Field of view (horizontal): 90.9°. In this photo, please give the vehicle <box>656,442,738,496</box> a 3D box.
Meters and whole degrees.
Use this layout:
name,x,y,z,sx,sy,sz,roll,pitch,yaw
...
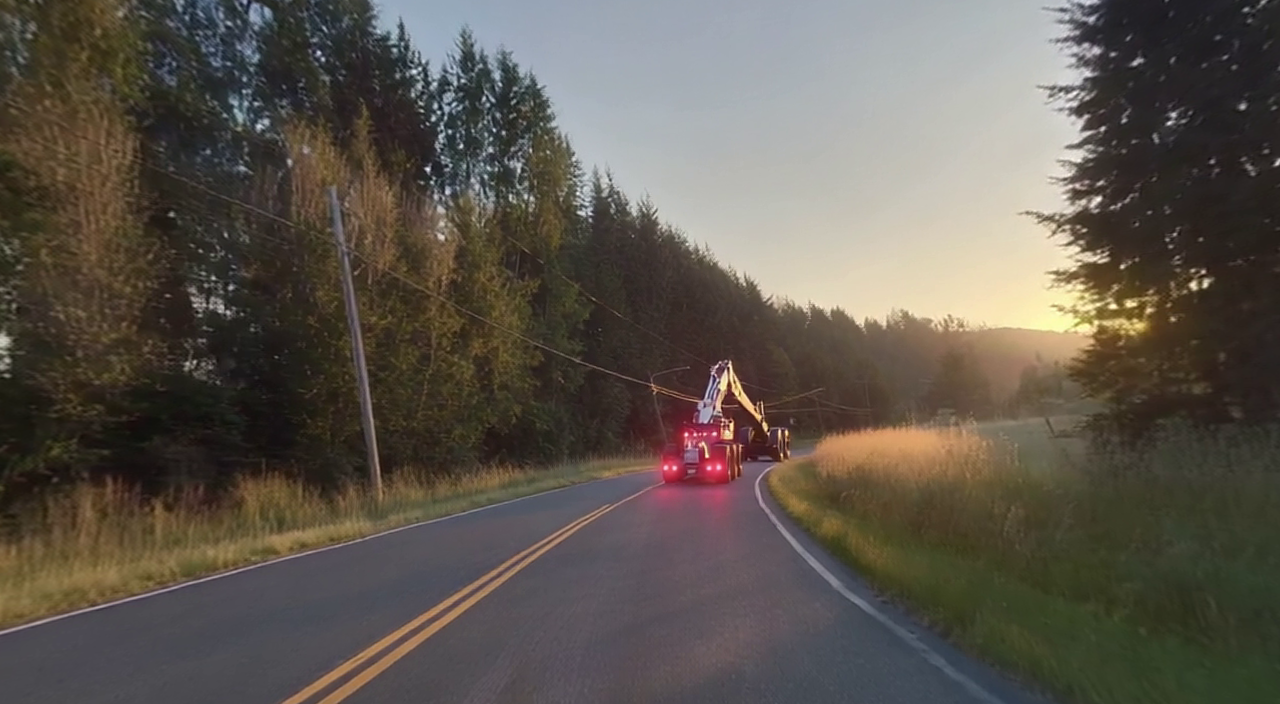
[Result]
name,x,y,z,sx,sy,sz,roll,pitch,yaw
vehicle,1.875,3.537,19.432,2.196,1.465,4.294,-1,-9,9
